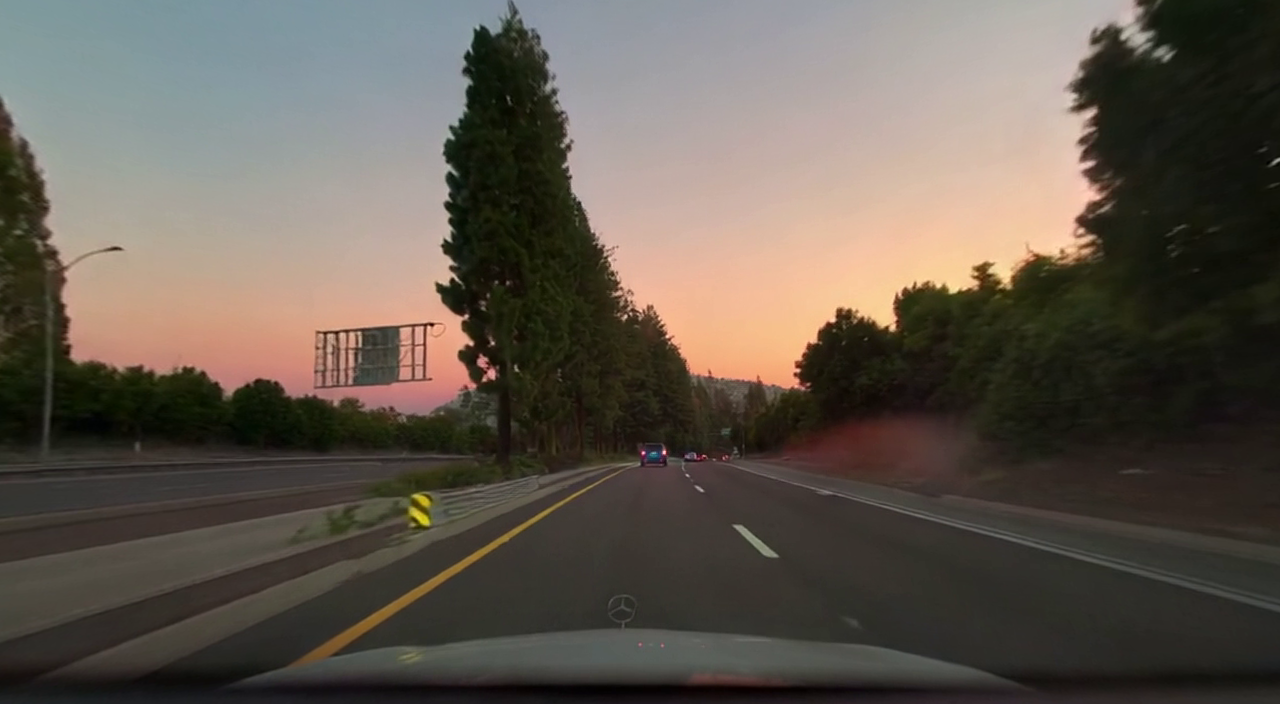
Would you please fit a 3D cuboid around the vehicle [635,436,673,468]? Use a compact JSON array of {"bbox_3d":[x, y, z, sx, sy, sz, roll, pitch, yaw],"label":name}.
[{"bbox_3d":[1.095,7.292,45.858,2.546,2.126,5.153,-1,-9,4],"label":"vehicle"}]
